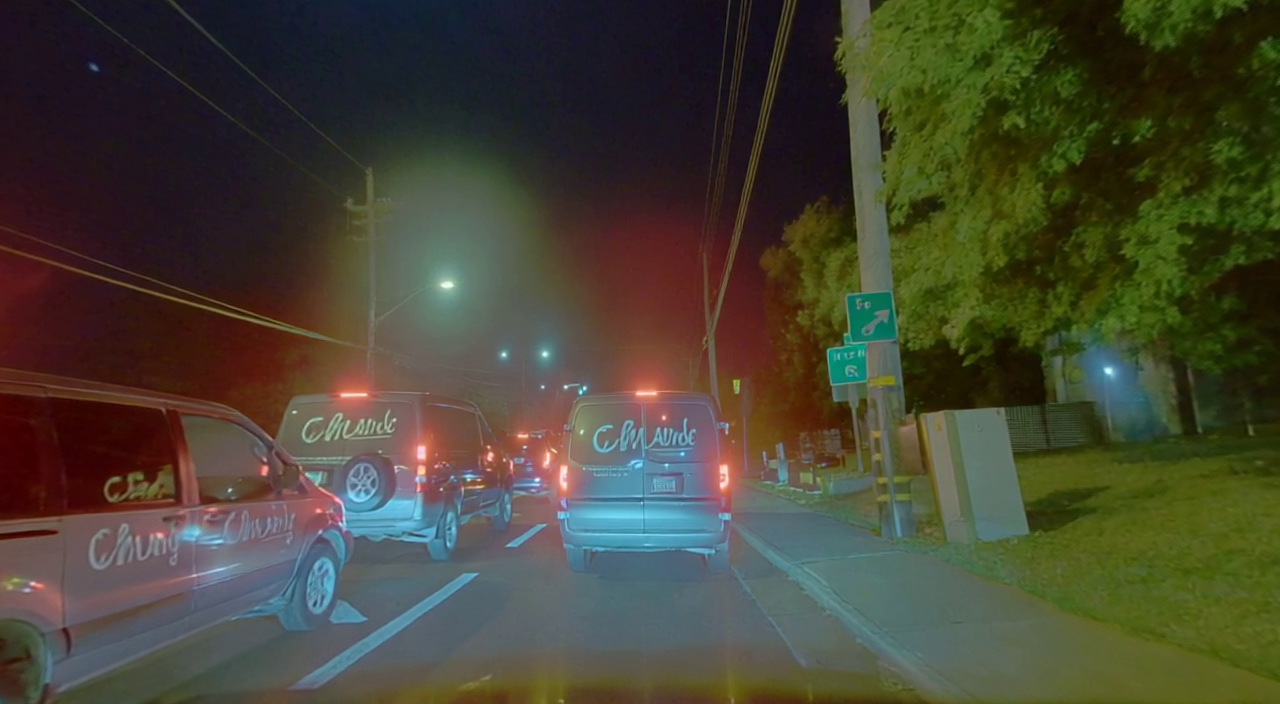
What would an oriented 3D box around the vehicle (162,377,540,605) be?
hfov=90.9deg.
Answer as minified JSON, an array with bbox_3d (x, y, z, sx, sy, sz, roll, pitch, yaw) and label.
[{"bbox_3d":[-2.761,1.483,7.613,2.109,1.851,4.749,-1,-8,3],"label":"vehicle"}]

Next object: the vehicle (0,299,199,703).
[{"bbox_3d":[-3.106,0.492,0.240,2.160,1.796,4.997,0,-8,1],"label":"vehicle"}]

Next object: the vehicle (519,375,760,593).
[{"bbox_3d":[0.102,1.462,7.691,2.117,1.911,4.095,-1,-8,3],"label":"vehicle"}]
